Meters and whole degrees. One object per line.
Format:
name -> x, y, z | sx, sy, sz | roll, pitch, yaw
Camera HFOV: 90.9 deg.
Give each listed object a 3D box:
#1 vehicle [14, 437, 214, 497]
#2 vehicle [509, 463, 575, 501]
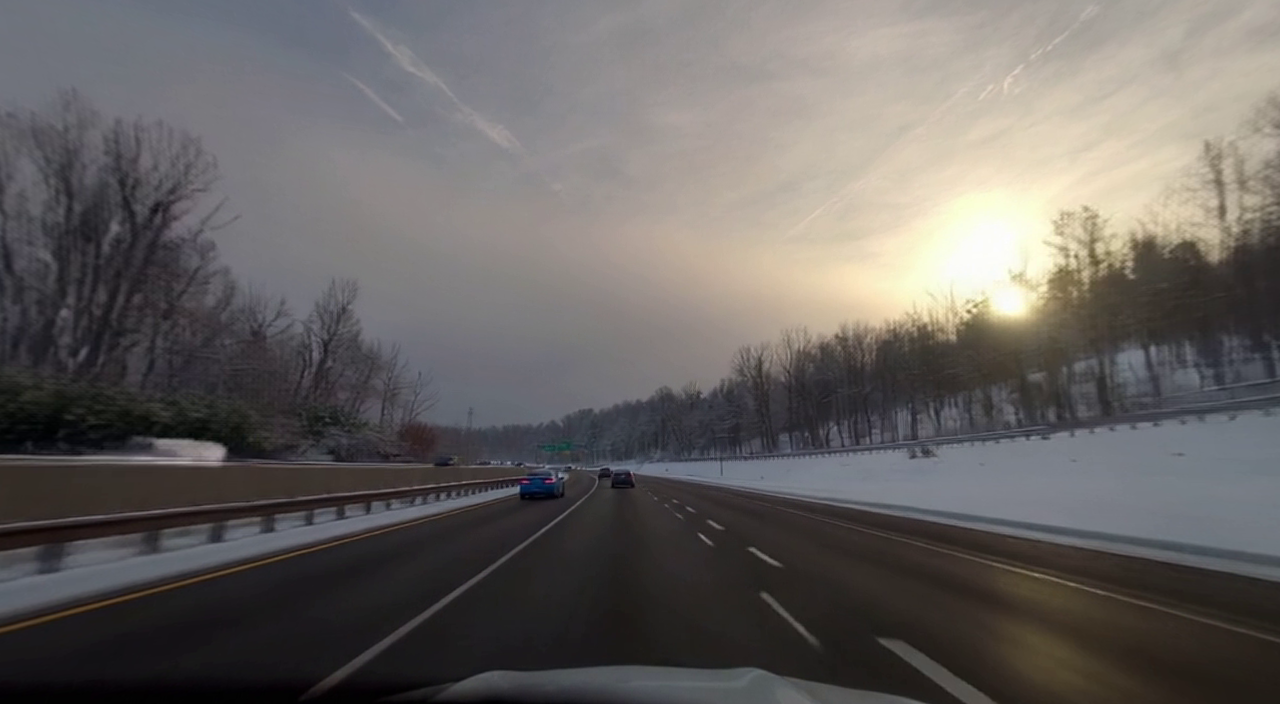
vehicle -> -16.617, 3.716, 20.371 | 2.289, 1.672, 4.818 | 1, -11, -1
vehicle -> -4.274, 5.809, 28.341 | 2.310, 1.521, 4.731 | 1, -11, -1
